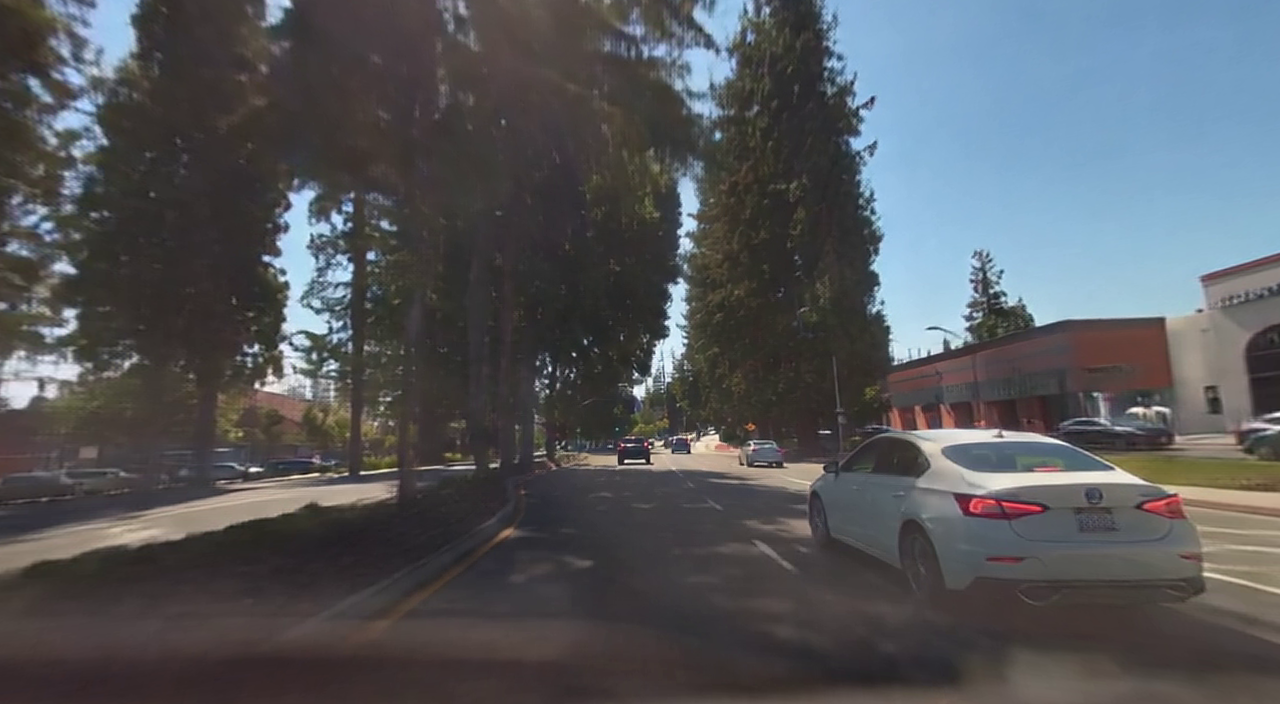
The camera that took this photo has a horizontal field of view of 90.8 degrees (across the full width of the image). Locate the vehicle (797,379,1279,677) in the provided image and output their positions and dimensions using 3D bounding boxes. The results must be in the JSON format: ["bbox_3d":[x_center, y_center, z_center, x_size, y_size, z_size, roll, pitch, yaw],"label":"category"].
[{"bbox_3d":[3.125,1.313,5.856,2.153,1.658,4.485,0,-8,0],"label":"vehicle"}]

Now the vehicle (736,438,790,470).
[{"bbox_3d":[6.149,5.142,31.996,1.883,1.452,4.258,0,-8,0],"label":"vehicle"}]

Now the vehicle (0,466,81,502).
[{"bbox_3d":[-29.969,6.433,30.586,4.040,1.444,1.905,-4,-8,-1],"label":"vehicle"}]

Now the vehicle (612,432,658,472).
[{"bbox_3d":[-0.246,4.878,31.041,2.106,1.798,4.168,0,-8,0],"label":"vehicle"}]

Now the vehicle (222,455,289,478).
[{"bbox_3d":[-30.287,9.009,49.862,4.058,1.535,1.826,-2,-8,-1],"label":"vehicle"}]

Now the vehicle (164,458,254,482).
[{"bbox_3d":[-29.988,8.229,44.049,4.689,1.535,2.042,0,-8,-1],"label":"vehicle"}]
